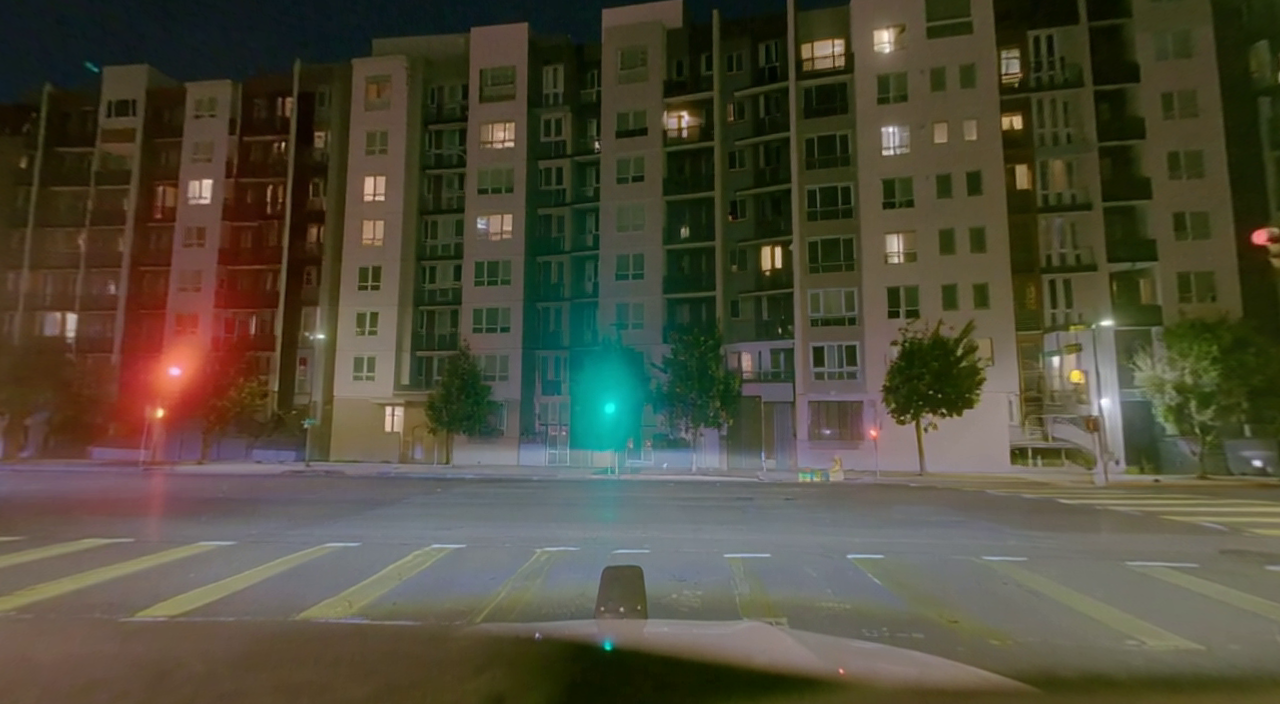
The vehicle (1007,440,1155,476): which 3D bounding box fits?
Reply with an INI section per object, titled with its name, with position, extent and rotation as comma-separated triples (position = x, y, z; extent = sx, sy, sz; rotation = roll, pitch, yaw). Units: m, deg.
[vehicle]
position = 18.554, 4.470, 26.695
extent = 4.823, 1.458, 1.914
rotation = 0, -9, -1
